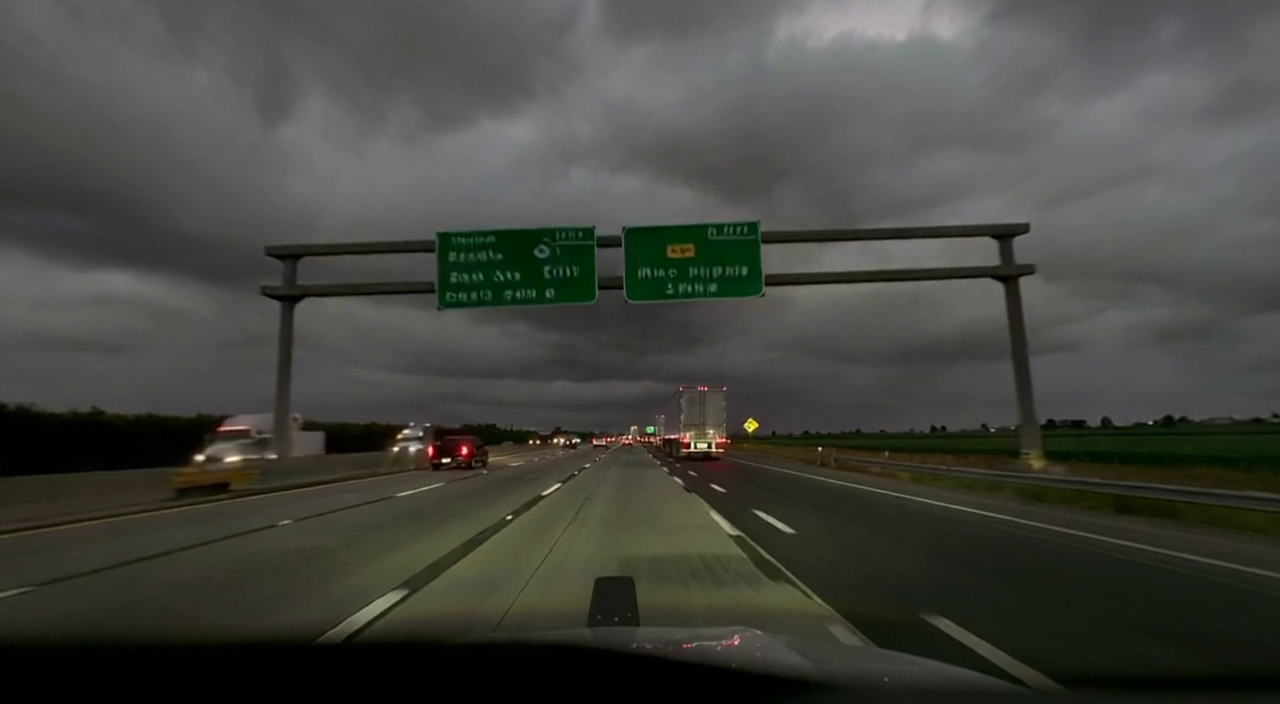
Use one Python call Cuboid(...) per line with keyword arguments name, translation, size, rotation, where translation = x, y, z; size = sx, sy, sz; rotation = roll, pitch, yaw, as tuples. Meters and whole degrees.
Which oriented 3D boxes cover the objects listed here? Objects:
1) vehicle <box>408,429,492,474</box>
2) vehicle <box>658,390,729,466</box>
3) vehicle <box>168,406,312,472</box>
Cuboid(name="vehicle", translation=(-7.625, 4.025, 25.831), size=(2.076, 1.636, 4.597), rotation=(0, -8, -1))
Cuboid(name="vehicle", translation=(2.819, 4.551, 37.337), size=(2.760, 3.710, 12.230), rotation=(0, -7, -2))
Cuboid(name="vehicle", translation=(-23.297, 5.143, 37.460), size=(2.898, 3.444, 8.348), rotation=(0, -8, 1))
